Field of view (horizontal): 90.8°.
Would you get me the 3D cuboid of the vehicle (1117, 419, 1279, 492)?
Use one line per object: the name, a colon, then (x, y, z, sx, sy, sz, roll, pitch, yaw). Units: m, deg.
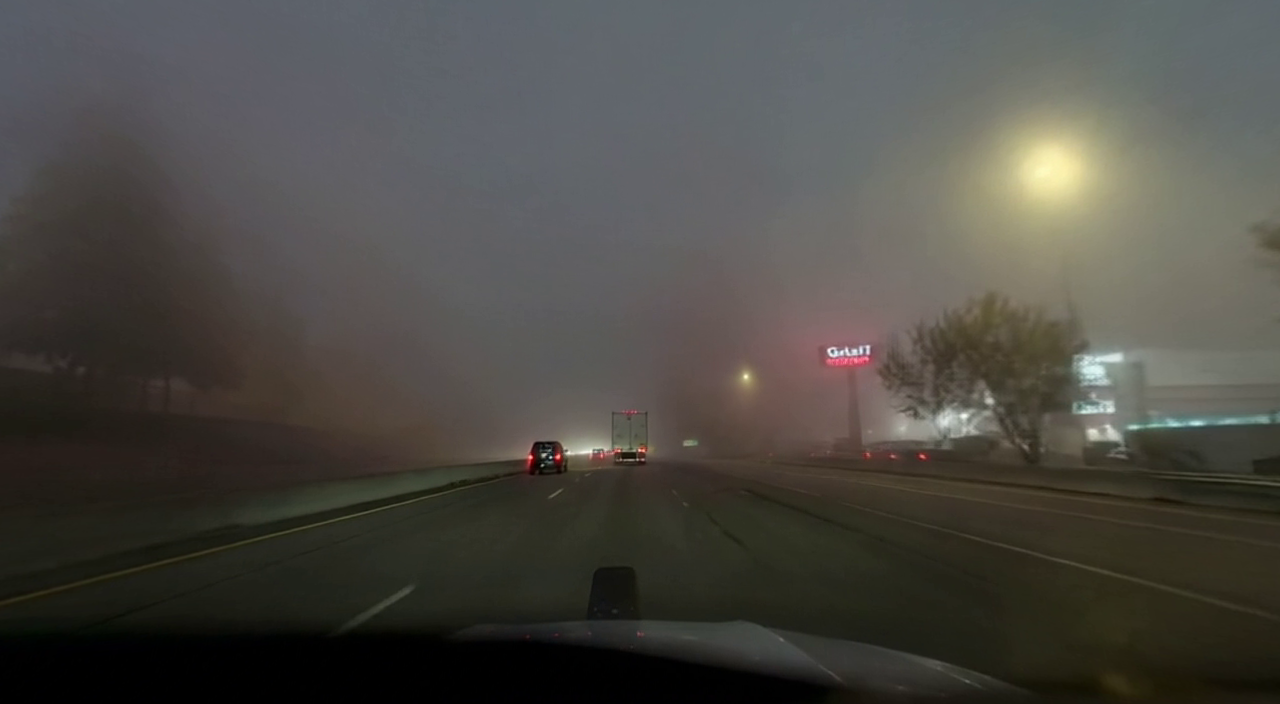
vehicle: (29.608, 5.061, 31.115, 3.185, 3.246, 9.903, 2, -9, -11)

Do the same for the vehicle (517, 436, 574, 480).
vehicle: (-4.471, 5.093, 30.669, 2.095, 1.930, 4.680, 0, -9, 0)
